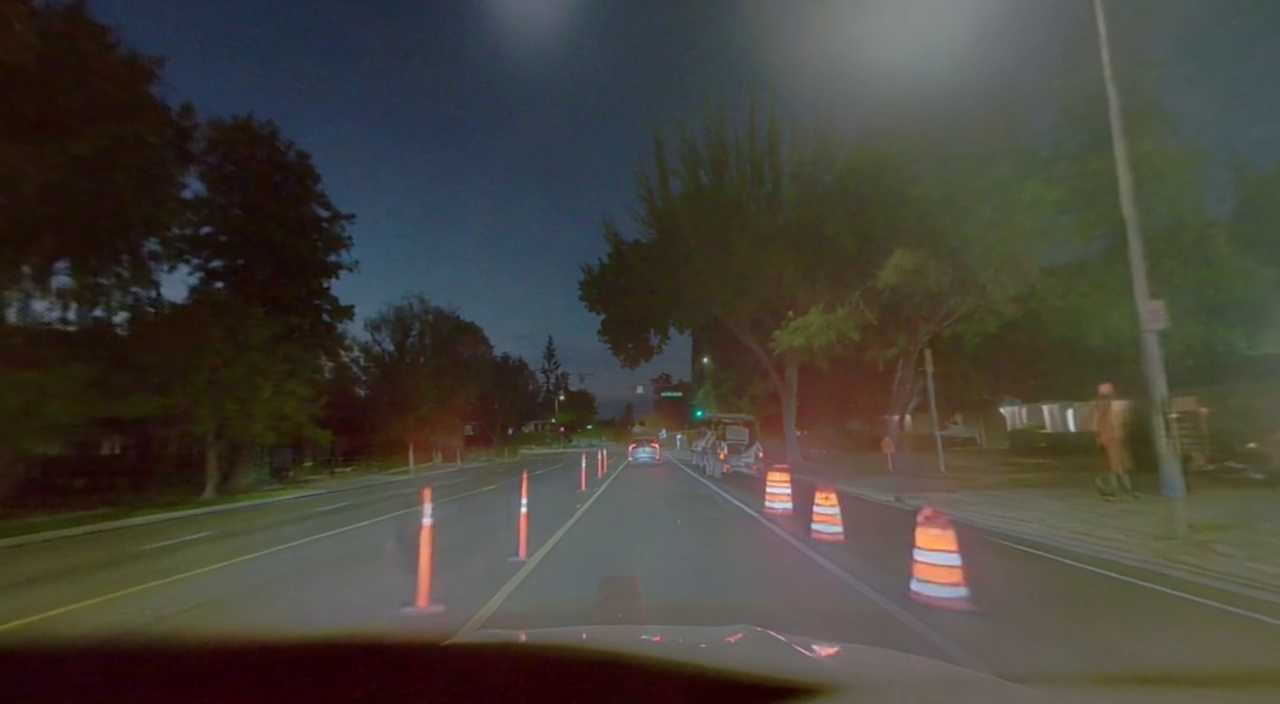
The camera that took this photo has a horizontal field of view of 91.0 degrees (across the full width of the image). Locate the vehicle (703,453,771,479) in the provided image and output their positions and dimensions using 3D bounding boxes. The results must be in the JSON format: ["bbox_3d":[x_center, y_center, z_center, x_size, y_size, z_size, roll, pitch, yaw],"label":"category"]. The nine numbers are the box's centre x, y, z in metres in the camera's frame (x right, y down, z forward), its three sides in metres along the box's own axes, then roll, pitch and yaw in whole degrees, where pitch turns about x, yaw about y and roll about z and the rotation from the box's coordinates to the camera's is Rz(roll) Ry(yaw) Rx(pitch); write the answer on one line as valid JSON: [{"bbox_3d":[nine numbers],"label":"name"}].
[{"bbox_3d":[3.684,4.384,24.384,2.123,0.883,3.024,0,-8,0],"label":"vehicle"}]

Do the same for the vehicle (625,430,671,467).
[{"bbox_3d":[0.369,4.829,31.555,2.151,1.708,4.084,0,-8,-1],"label":"vehicle"}]
